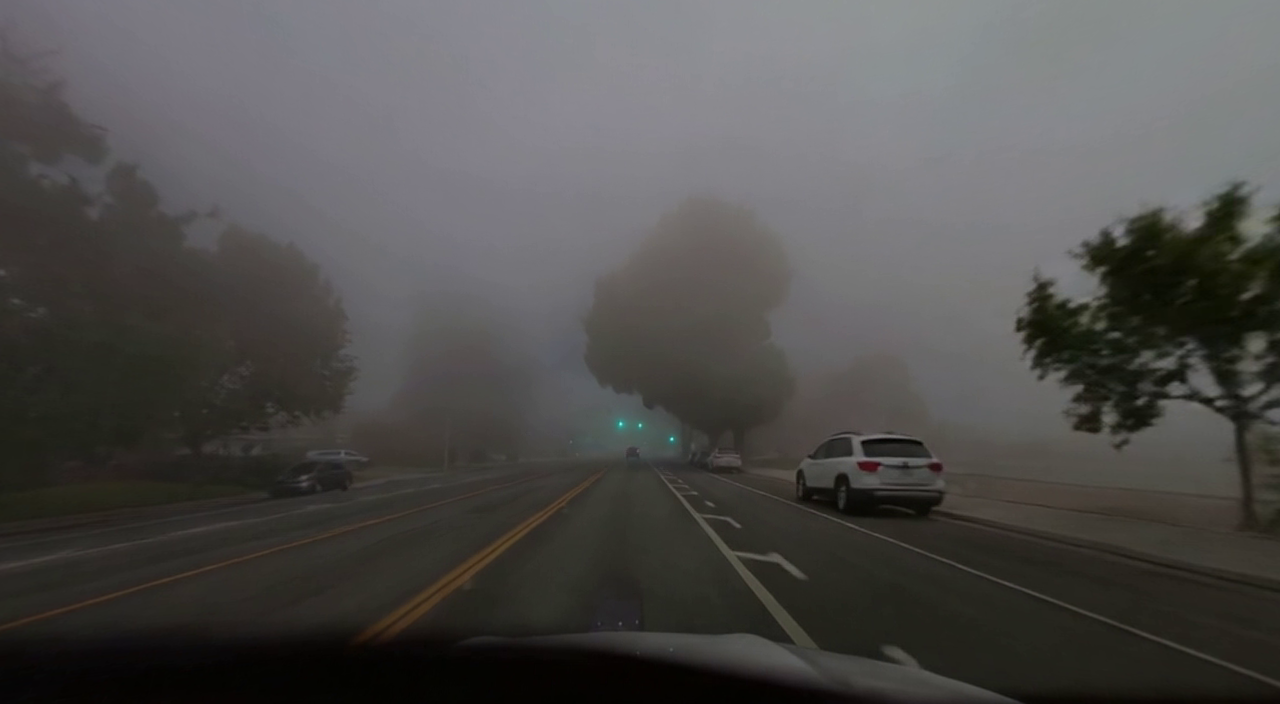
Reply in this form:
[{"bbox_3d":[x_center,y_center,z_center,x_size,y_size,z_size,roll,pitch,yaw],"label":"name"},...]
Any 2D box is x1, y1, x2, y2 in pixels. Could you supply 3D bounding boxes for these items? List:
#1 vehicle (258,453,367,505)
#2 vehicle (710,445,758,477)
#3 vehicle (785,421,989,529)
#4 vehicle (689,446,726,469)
[{"bbox_3d":[-12.342,4.761,24.126,1.939,1.537,4.197,-3,-7,0],"label":"vehicle"},{"bbox_3d":[4.770,5.587,32.646,1.875,1.540,3.402,0,-8,-1],"label":"vehicle"},{"bbox_3d":[4.728,2.434,13.102,2.180,1.782,4.790,0,-8,-1],"label":"vehicle"},{"bbox_3d":[4.654,7.346,44.104,2.065,1.463,4.814,-1,-8,1],"label":"vehicle"}]
